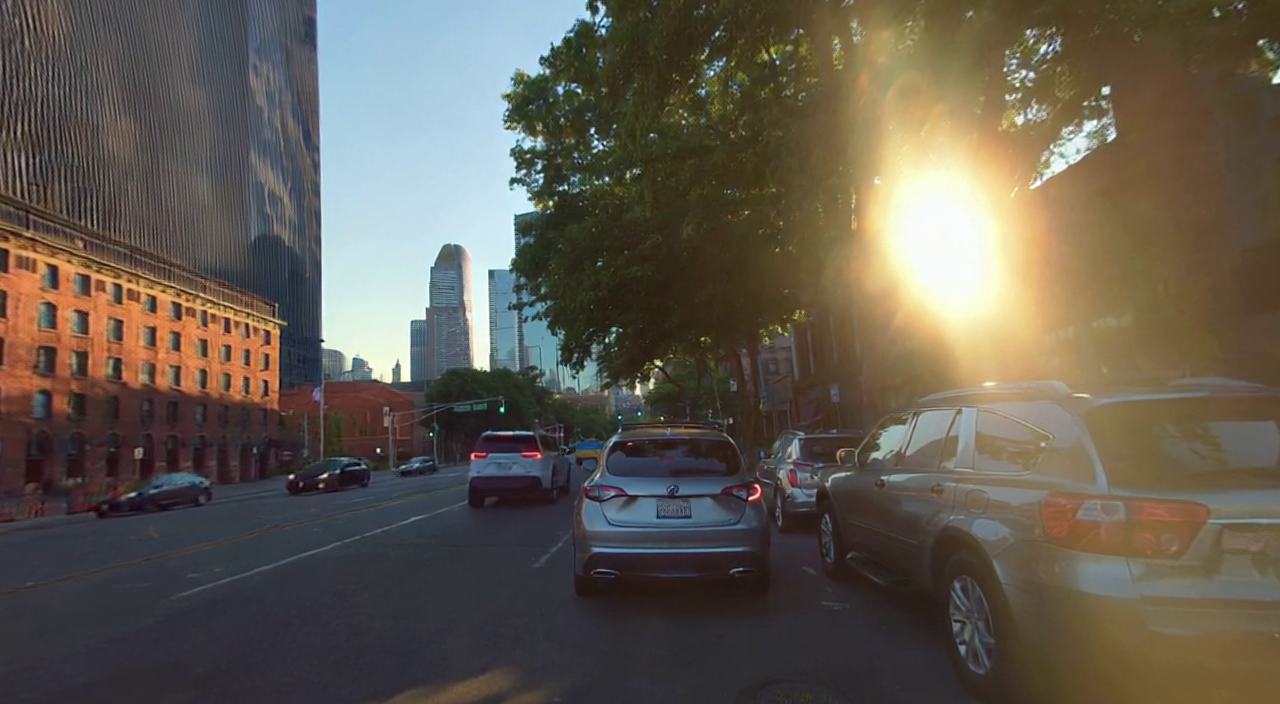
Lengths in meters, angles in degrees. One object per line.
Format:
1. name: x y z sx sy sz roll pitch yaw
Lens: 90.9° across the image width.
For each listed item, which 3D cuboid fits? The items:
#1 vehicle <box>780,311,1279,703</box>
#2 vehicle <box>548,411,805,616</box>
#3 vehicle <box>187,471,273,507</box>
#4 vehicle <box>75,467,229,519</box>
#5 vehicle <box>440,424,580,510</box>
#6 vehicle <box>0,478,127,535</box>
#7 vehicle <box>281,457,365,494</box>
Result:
1. vehicle: 2.748 1.109 4.905 2.117 1.855 4.794 0 -9 -1
2. vehicle: 0.234 1.552 6.871 2.045 1.608 3.573 0 -9 -2
3. vehicle: -22.654 7.571 35.029 1.854 1.419 4.318 -7 -8 0
4. vehicle: -19.451 5.613 25.514 2.274 1.708 4.863 0 -9 1
5. vehicle: -3.088 2.932 16.563 2.375 1.847 5.606 0 -9 1
6. vehicle: -22.640 5.779 24.061 1.975 1.698 4.715 0 -9 2
7. vehicle: -16.081 6.272 32.304 2.105 1.676 4.099 0 -9 1
